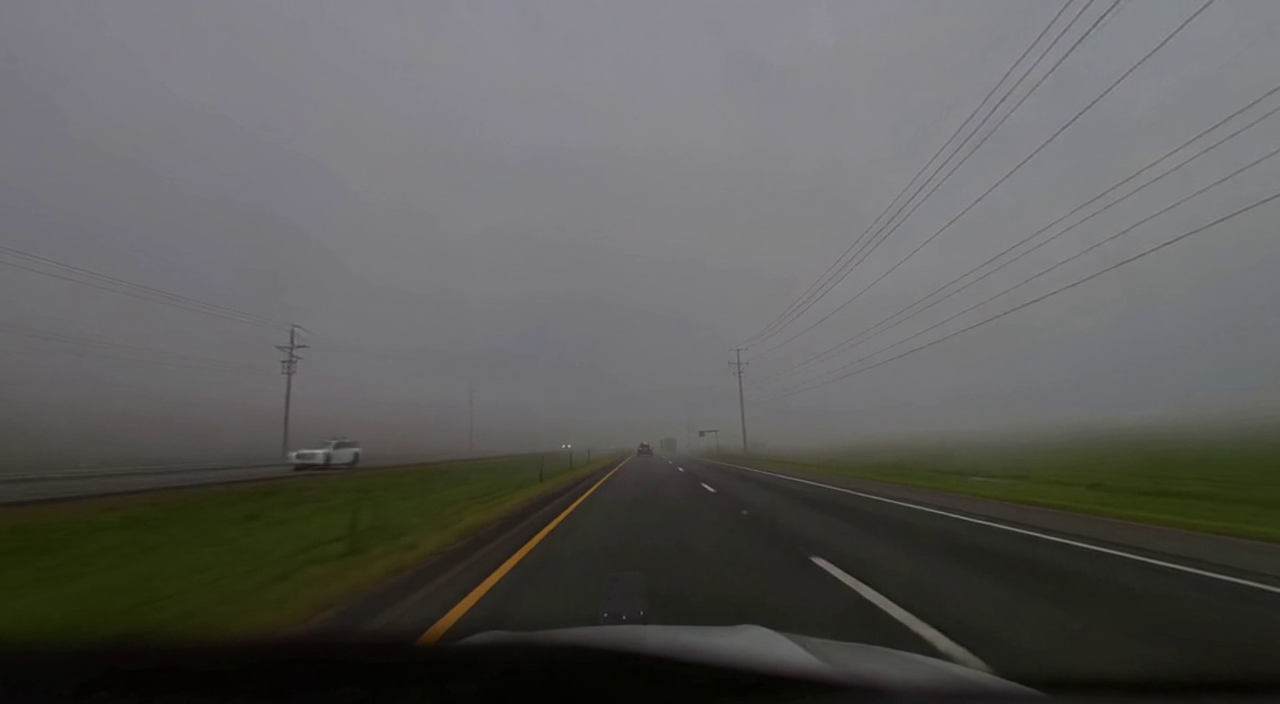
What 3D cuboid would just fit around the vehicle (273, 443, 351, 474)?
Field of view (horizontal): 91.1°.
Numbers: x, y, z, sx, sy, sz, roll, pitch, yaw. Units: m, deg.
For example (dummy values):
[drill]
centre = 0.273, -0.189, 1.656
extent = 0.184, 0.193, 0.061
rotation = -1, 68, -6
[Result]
[vehicle]
centre = -20.064, 6.535, 38.680
extent = 2.055, 1.743, 4.959
rotation = -1, -9, 1
